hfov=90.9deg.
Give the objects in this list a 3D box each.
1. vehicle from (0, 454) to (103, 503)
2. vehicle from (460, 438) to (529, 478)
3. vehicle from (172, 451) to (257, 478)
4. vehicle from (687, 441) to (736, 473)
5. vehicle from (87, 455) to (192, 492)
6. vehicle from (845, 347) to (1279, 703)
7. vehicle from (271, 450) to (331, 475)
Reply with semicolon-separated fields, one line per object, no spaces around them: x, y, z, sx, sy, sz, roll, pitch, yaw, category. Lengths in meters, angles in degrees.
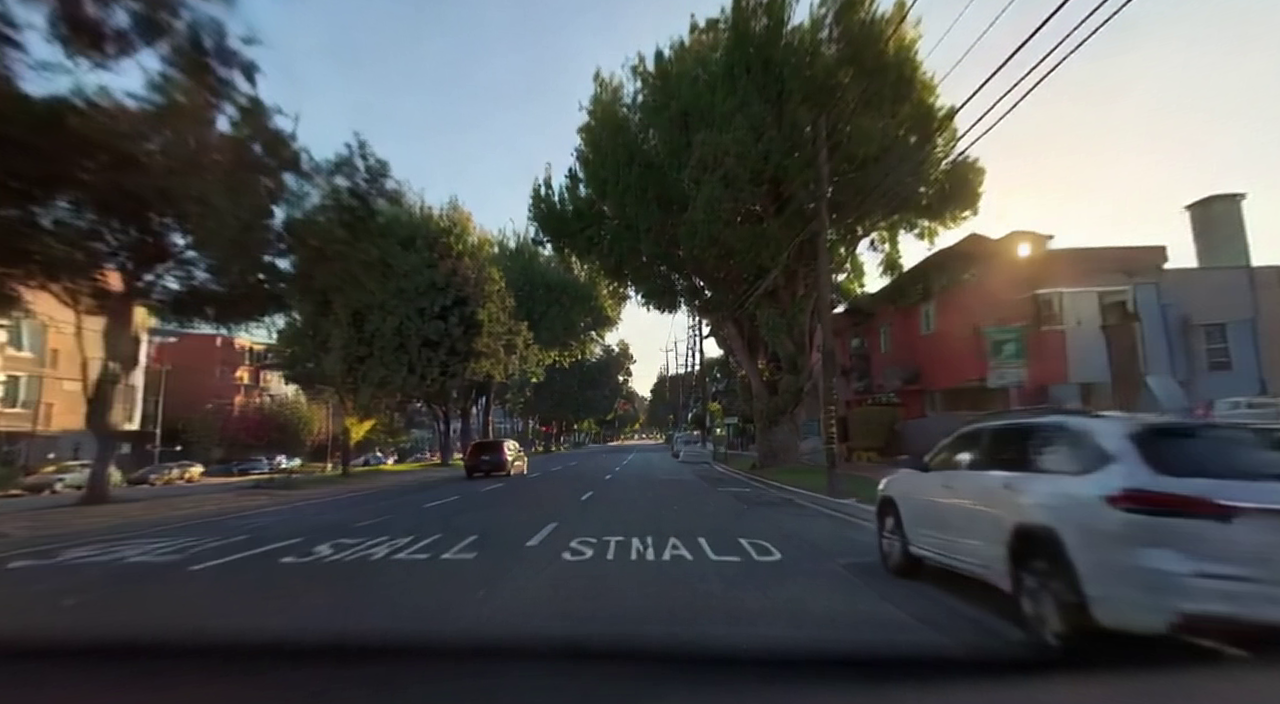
-25.738;5.328;26.539;2.132;1.492;4.734;-4;-4;1;vehicle
-6.555;4.815;28.943;2.000;1.671;4.497;0;-8;1;vehicle
-25.689;6.871;38.265;1.935;1.487;4.600;-1;-11;0;vehicle
3.757;5.601;33.988;2.048;1.556;4.753;0;-8;0;vehicle
-25.743;6.248;32.682;1.857;1.472;4.422;-5;-8;1;vehicle
3.505;1.240;5.291;2.104;1.915;4.343;0;-8;0;vehicle
-25.673;8.369;47.947;1.959;1.707;4.481;0;-8;1;vehicle
